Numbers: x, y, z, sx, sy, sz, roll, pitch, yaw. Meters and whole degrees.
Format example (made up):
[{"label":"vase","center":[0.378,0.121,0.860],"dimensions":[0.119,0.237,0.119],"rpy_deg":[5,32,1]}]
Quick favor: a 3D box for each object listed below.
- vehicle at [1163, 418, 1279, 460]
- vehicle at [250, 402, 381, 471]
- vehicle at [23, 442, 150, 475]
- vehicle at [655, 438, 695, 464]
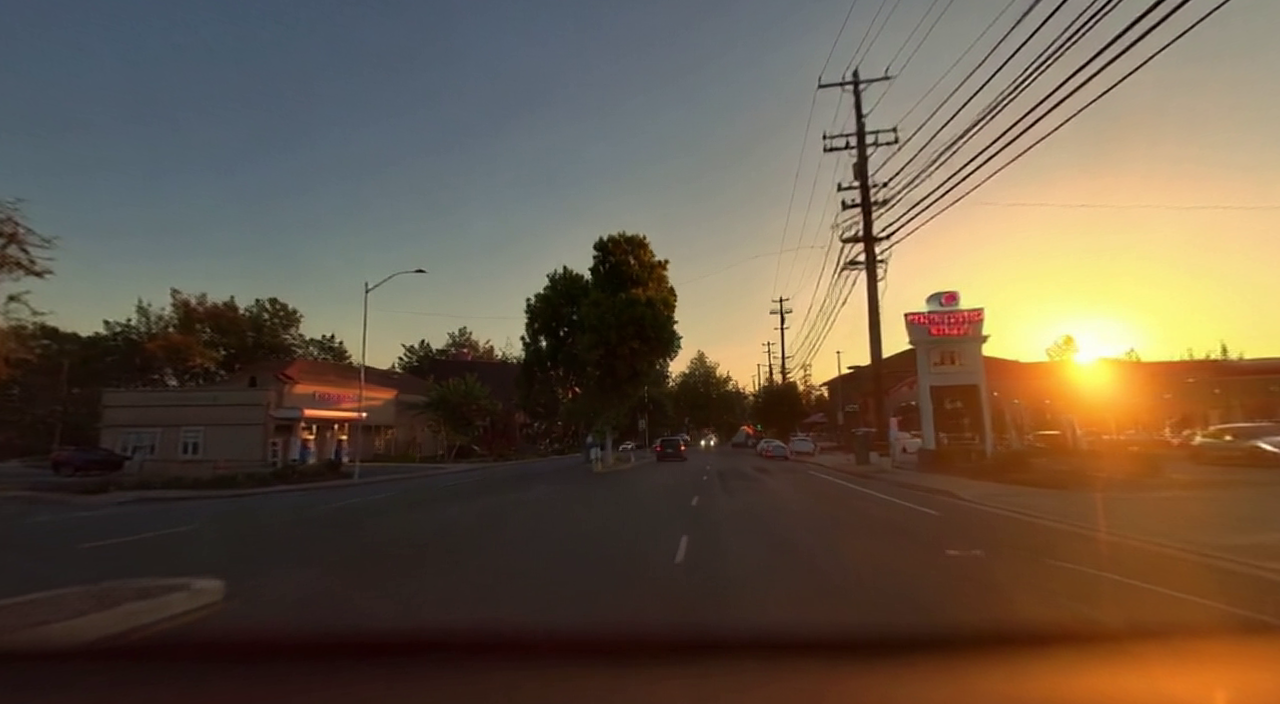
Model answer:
[{"label":"vehicle","center":[23.390,3.330,24.109],"dimensions":[1.908,1.474,4.885],"rpy_deg":[2,-9,-17]},{"label":"vehicle","center":[-18.450,4.933,36.608],"dimensions":[2.923,3.546,7.640],"rpy_deg":[-1,-8,5]},{"label":"vehicle","center":[-34.469,6.633,39.595],"dimensions":[2.111,1.883,5.784],"rpy_deg":[-2,-8,10]},{"label":"vehicle","center":[2.188,6.020,38.520],"dimensions":[2.073,1.525,3.968],"rpy_deg":[-1,-8,7]}]
